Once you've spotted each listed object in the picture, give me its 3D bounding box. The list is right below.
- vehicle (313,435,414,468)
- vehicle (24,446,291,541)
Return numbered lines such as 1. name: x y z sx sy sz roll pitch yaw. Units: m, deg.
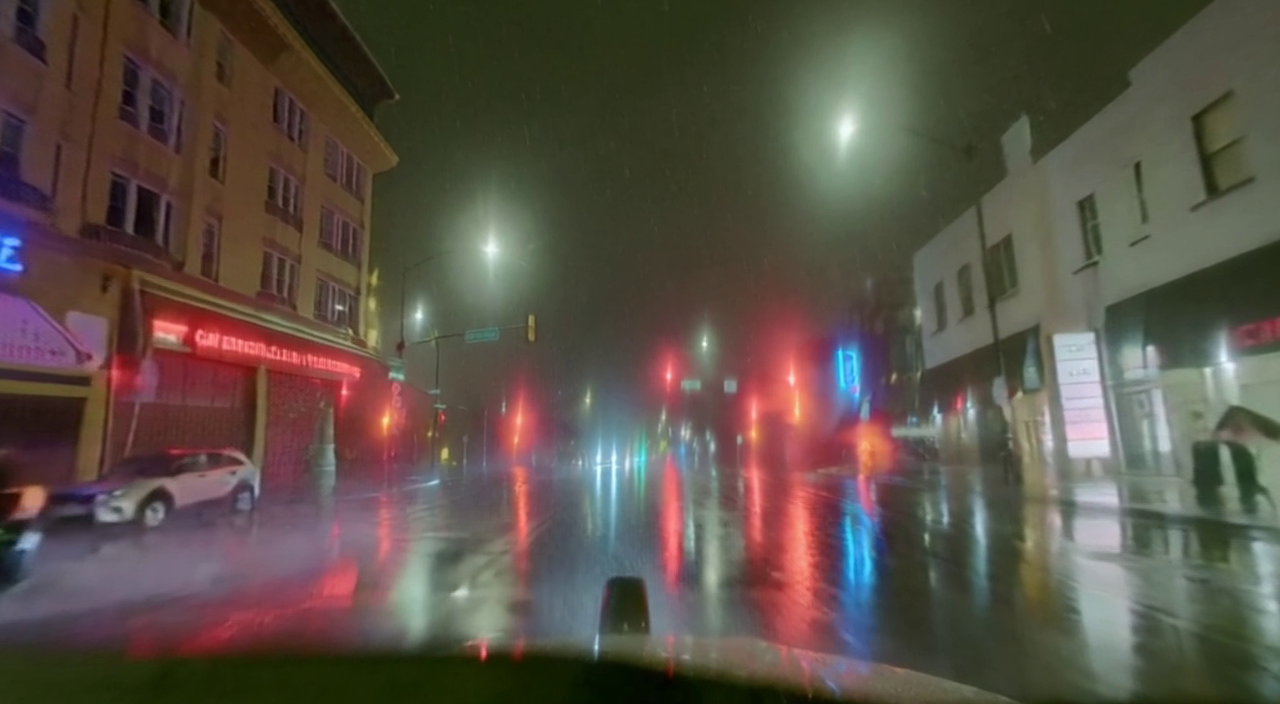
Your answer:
1. vehicle: -17.515 6.298 40.045 5.376 1.994 2.196 -1 -8 8
2. vehicle: -9.287 2.691 12.785 1.908 1.529 4.522 0 -8 -1
